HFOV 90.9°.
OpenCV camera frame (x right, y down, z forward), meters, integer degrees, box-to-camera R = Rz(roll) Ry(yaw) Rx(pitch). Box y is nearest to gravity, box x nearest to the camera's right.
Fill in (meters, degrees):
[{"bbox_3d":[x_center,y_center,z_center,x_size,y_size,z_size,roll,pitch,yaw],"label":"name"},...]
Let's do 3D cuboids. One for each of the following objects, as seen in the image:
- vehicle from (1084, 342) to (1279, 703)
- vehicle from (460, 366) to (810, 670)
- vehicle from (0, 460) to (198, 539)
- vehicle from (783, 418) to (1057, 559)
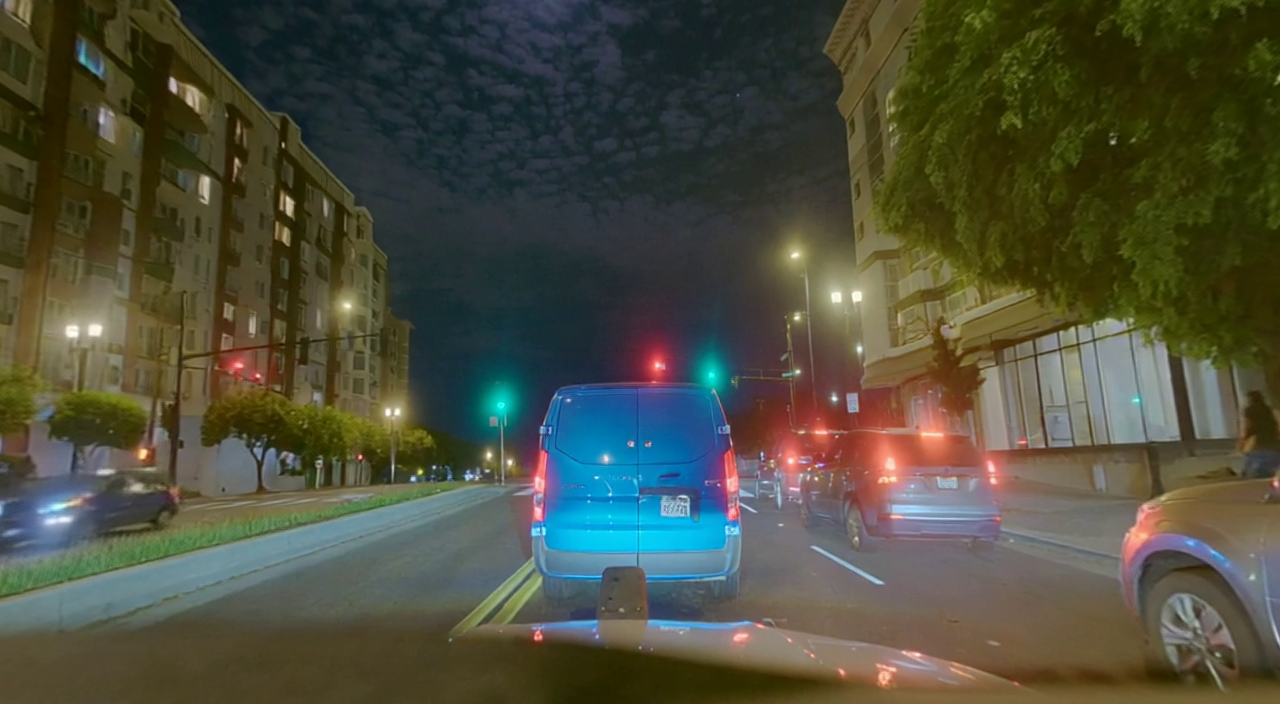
[{"bbox_3d":[3.803,0.692,1.735,2.157,1.748,4.130,0,-9,1],"label":"vehicle"},{"bbox_3d":[-0.032,1.321,6.031,2.101,1.828,4.270,0,-9,0],"label":"vehicle"},{"bbox_3d":[-12.906,3.382,15.097,1.852,1.485,4.428,1,-9,-7],"label":"vehicle"},{"bbox_3d":[3.917,2.000,10.016,2.061,1.676,4.734,0,-9,-2],"label":"vehicle"}]
